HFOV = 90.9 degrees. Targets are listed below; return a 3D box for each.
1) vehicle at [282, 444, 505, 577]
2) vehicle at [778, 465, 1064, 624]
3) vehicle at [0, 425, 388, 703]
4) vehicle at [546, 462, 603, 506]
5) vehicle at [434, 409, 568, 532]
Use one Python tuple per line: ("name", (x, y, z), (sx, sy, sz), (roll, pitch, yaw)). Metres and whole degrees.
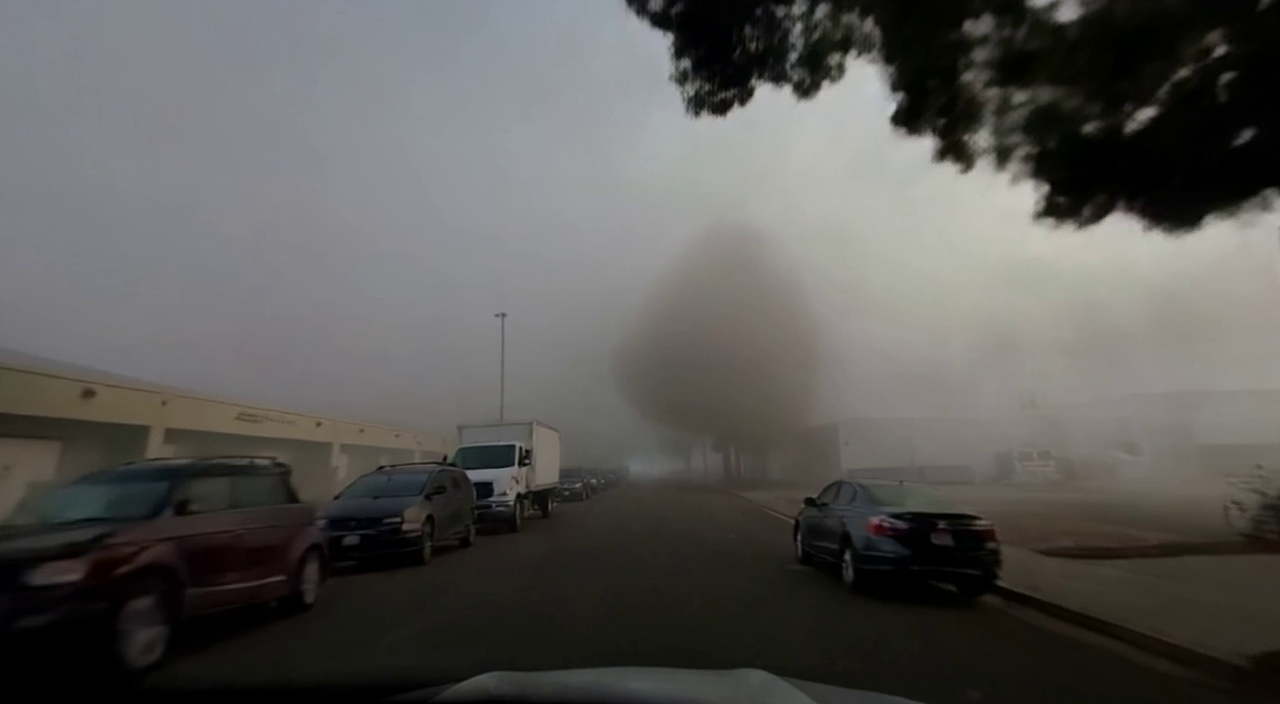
("vehicle", (-3.732, 2.506, 10.493), (1.917, 1.735, 4.032), (0, -11, 2))
("vehicle", (3.052, 2.181, 7.896), (1.819, 1.446, 3.909), (0, -11, 1))
("vehicle", (-3.845, 1.559, 5.212), (1.835, 1.625, 3.674), (0, -11, 2))
("vehicle", (-2.825, 5.833, 28.169), (1.886, 1.640, 4.311), (1, -9, 2))
("vehicle", (-3.428, 3.174, 16.950), (2.242, 2.726, 5.581), (0, -11, 0))
